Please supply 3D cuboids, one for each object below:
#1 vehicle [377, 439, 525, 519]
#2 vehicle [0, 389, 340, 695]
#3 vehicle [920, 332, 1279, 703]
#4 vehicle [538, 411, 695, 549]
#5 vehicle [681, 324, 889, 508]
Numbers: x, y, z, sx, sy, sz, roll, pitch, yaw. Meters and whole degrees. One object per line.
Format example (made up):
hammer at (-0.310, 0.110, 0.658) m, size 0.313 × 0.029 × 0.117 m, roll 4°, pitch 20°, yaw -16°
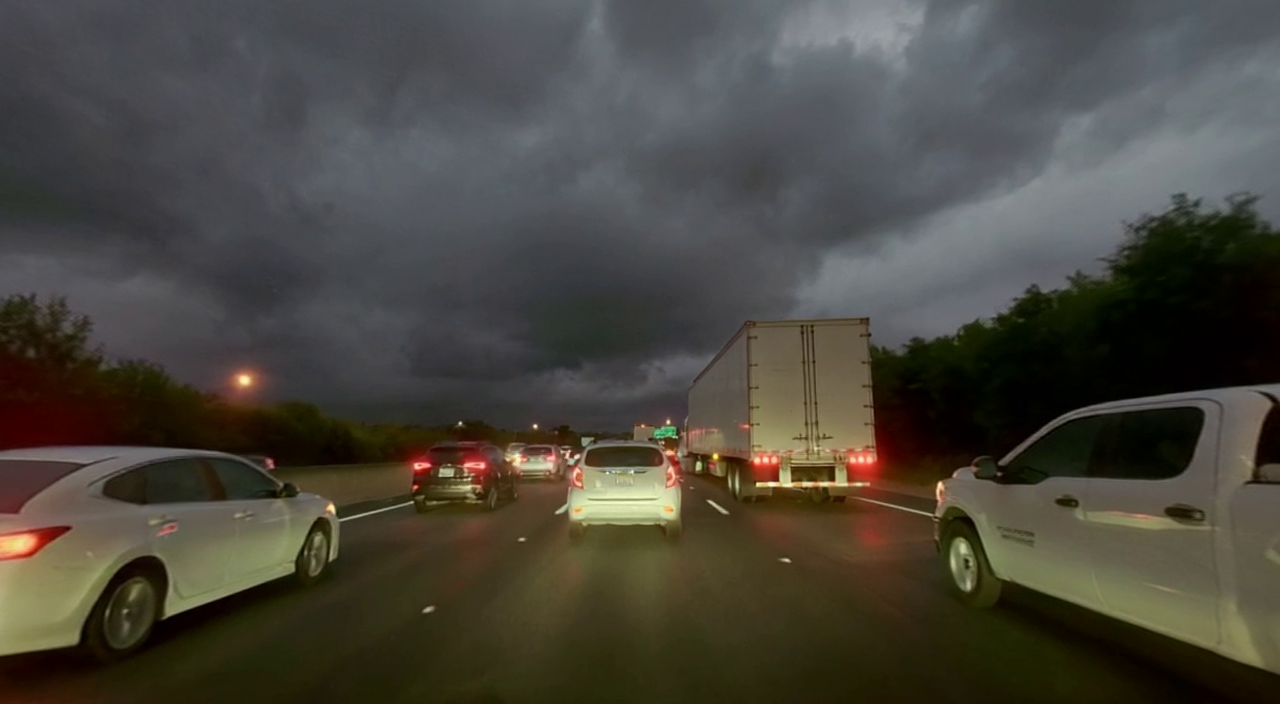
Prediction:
vehicle at (-3.978, 2.741, 14.095) m, size 1.923 × 1.503 × 4.293 m, roll 0°, pitch -9°, yaw 1°
vehicle at (-4.325, 1.302, 5.181) m, size 1.789 × 1.620 × 3.841 m, roll 0°, pitch -9°, yaw 0°
vehicle at (3.648, 0.949, 3.473) m, size 2.076 × 1.751 × 4.666 m, roll 0°, pitch -9°, yaw 1°
vehicle at (-0.315, 2.005, 10.405) m, size 2.037 × 1.792 × 4.194 m, roll 0°, pitch -9°, yaw 0°
vehicle at (3.686, 2.589, 21.769) m, size 3.186 × 4.111 × 15.553 m, roll 0°, pitch -9°, yaw -1°
